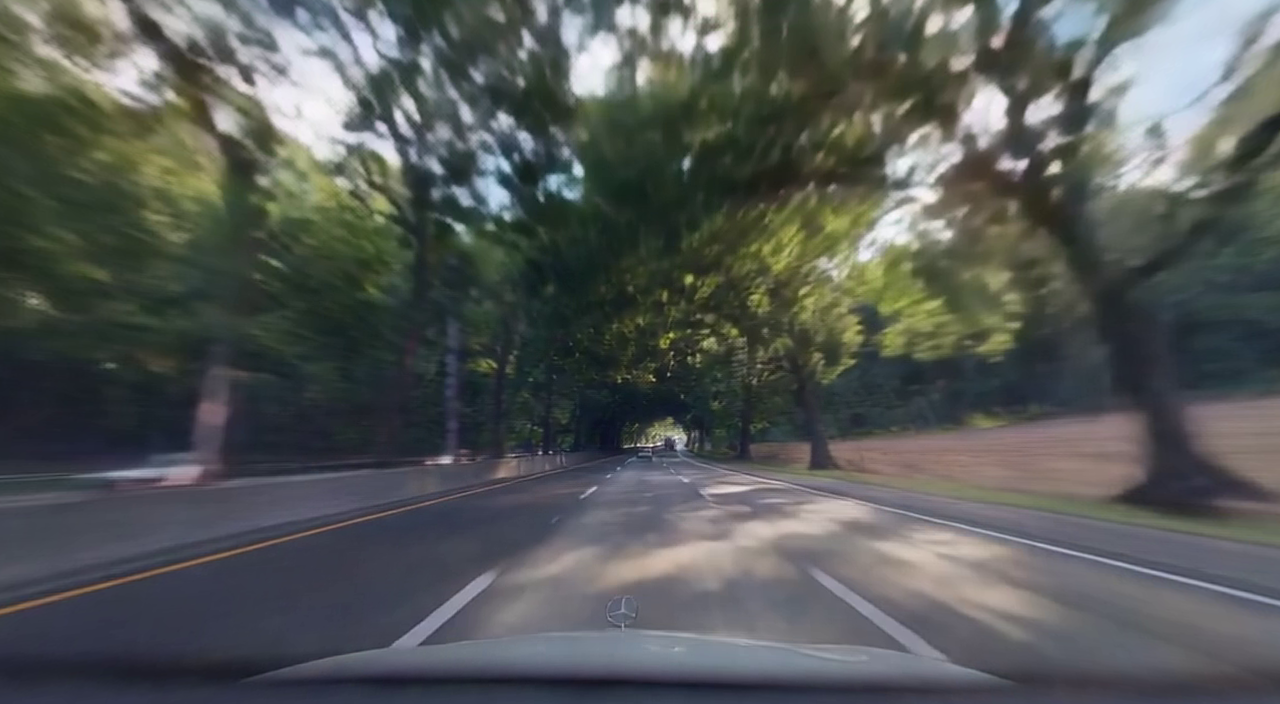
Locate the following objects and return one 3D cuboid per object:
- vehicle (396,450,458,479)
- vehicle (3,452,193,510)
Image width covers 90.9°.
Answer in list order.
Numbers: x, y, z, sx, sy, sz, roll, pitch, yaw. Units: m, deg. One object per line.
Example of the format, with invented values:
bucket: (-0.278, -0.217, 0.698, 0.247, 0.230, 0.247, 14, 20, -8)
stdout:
vehicle: (-11.375, 6.004, 33.874, 1.864, 1.452, 3.968, 0, -9, 1)
vehicle: (-15.420, 3.644, 18.264, 1.923, 1.484, 3.949, 0, -9, 1)
